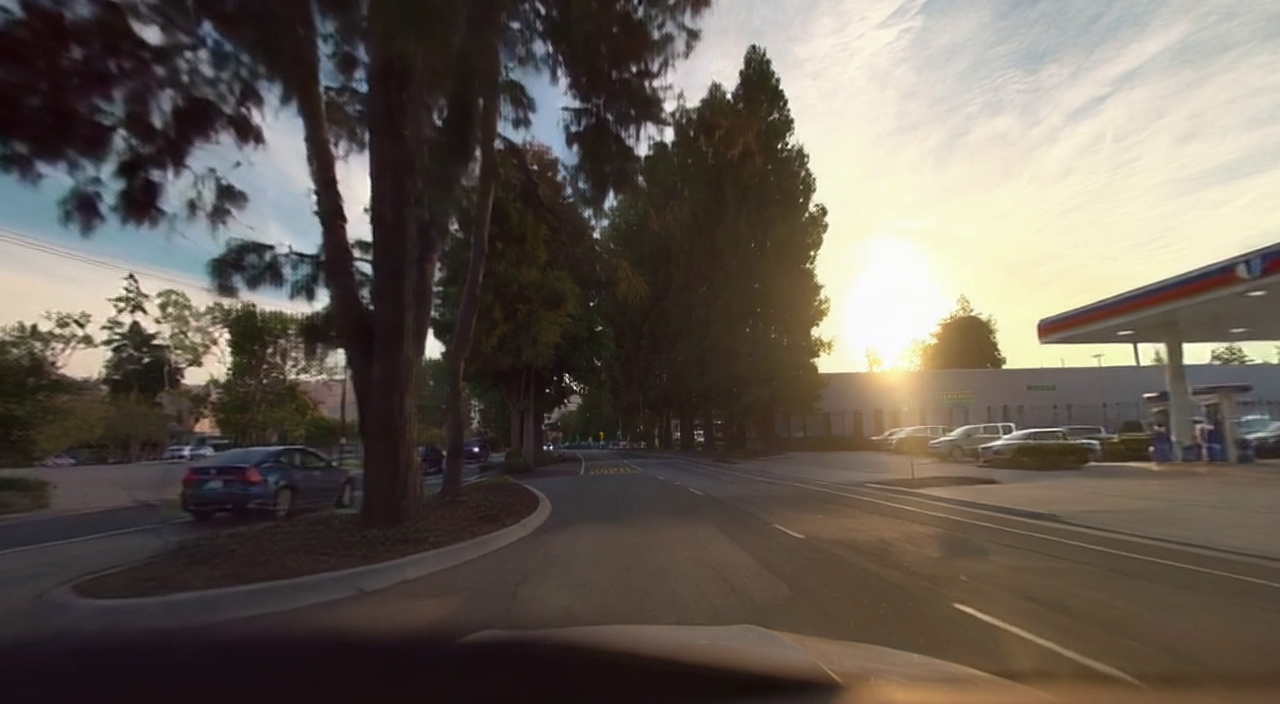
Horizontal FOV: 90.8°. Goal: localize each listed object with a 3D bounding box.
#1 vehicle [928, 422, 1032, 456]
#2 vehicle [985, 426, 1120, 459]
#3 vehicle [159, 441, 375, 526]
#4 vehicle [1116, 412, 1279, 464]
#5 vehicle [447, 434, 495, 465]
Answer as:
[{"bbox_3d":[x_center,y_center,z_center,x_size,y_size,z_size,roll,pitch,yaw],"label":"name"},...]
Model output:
[{"bbox_3d":[18.115,4.637,33.793,4.422,1.586,1.990,-2,-7,-3],"label":"vehicle"},{"bbox_3d":[18.805,4.145,28.952,4.800,1.459,2.051,1,-9,-4],"label":"vehicle"},{"bbox_3d":[-7.474,2.649,13.323,1.982,1.465,4.376,0,-9,-2],"label":"vehicle"},{"bbox_3d":[19.260,2.887,21.146,4.868,1.610,2.223,0,-9,-1],"label":"vehicle"},{"bbox_3d":[-12.334,7.179,46.554,2.131,2.148,5.709,0,-9,-2],"label":"vehicle"}]
